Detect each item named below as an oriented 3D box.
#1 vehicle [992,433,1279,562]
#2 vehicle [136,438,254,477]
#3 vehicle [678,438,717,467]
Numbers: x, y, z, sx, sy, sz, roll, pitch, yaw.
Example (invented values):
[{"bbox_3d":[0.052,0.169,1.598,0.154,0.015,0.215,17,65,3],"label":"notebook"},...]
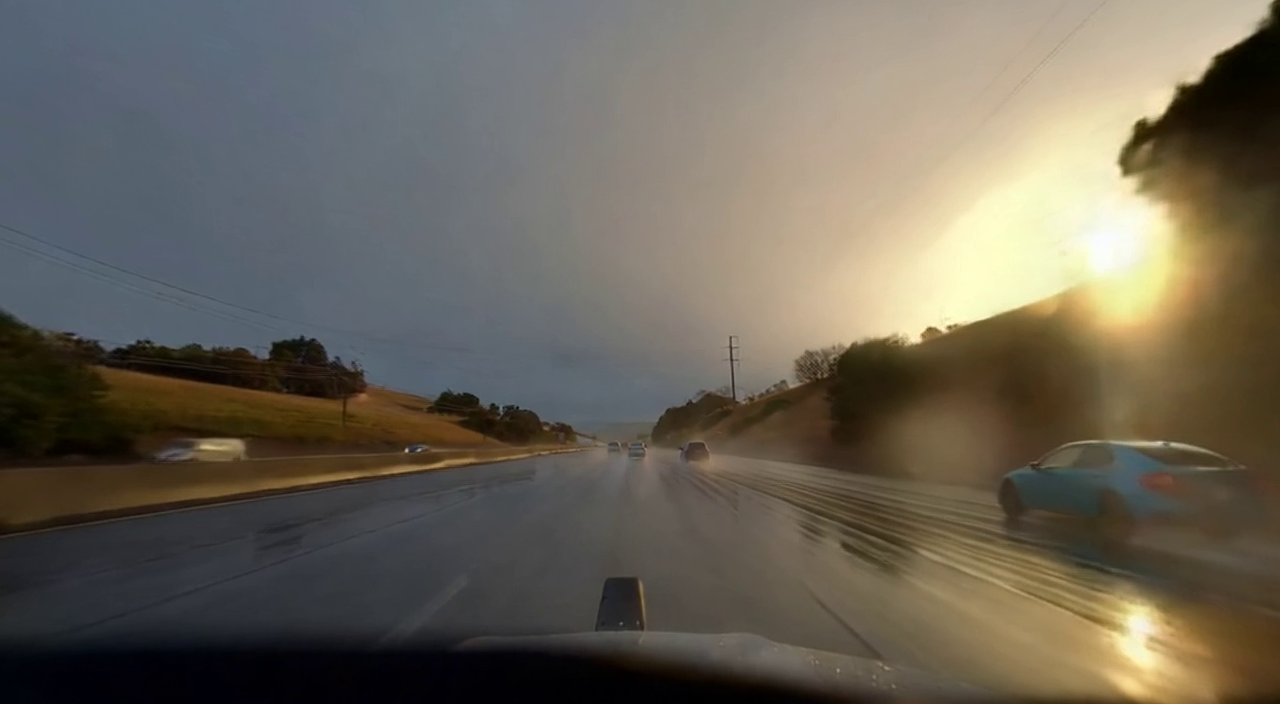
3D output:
[{"bbox_3d":[8.057,2.144,10.172,1.970,1.545,4.818,1,-8,0],"label":"vehicle"},{"bbox_3d":[-23.583,5.595,33.764,2.080,1.823,5.737,0,-8,1],"label":"vehicle"},{"bbox_3d":[3.811,6.758,42.563,2.159,1.782,4.673,1,-8,0],"label":"vehicle"}]
